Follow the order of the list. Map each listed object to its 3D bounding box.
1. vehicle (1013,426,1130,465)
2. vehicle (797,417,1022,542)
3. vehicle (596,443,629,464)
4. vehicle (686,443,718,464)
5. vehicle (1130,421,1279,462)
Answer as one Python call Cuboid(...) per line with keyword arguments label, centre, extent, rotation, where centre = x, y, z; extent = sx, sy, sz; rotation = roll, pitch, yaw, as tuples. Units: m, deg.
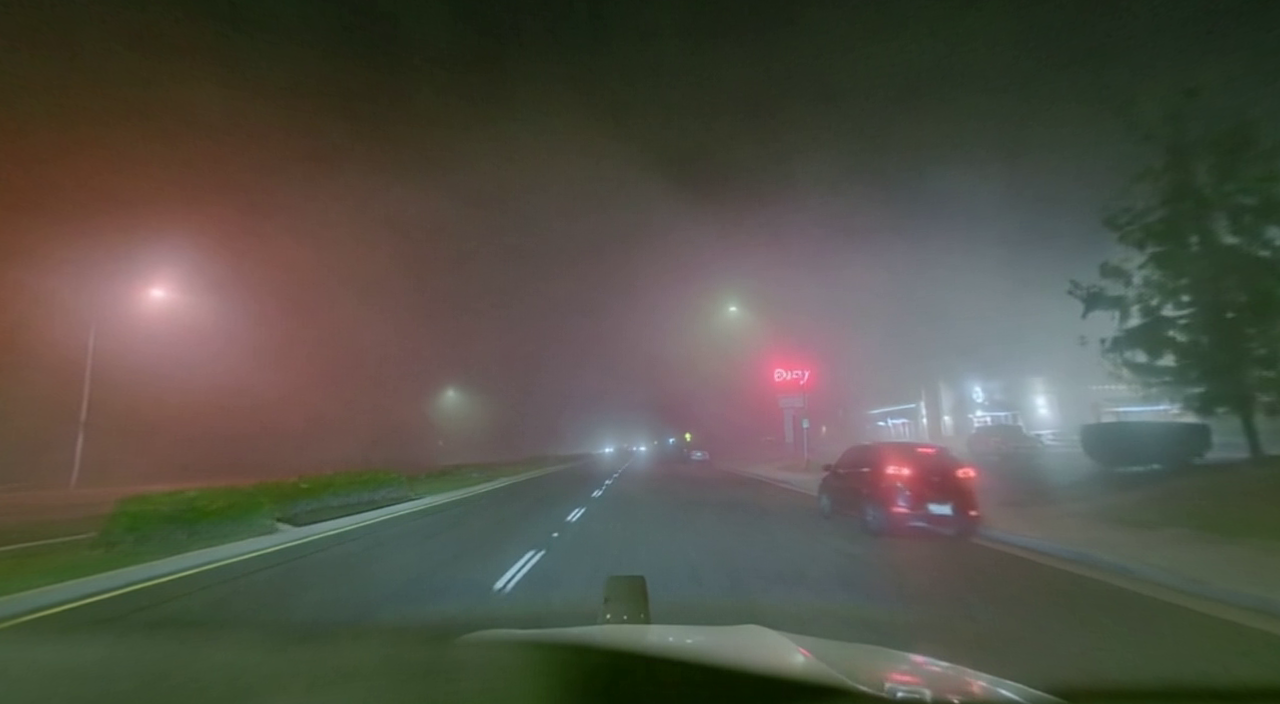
Cuboid(label="vehicle", centre=(17.767, 3.890, 26.222), extent=(1.953, 1.488, 4.129), rotation=(0, -8, 1))
Cuboid(label="vehicle", centre=(4.408, 2.159, 11.320), extent=(2.067, 1.755, 4.616), rotation=(0, -8, 1))
Cuboid(label="vehicle", centre=(-2.069, 7.812, 48.635), extent=(2.176, 1.543, 4.335), rotation=(0, -8, 2))
Cuboid(label="vehicle", centre=(4.853, 7.980, 49.738), extent=(2.085, 1.509, 5.134), rotation=(0, -8, 1))
Cuboid(label="vehicle", centre=(23.088, 3.702, 26.044), extent=(1.940, 1.510, 4.595), rotation=(0, -8, 0))
